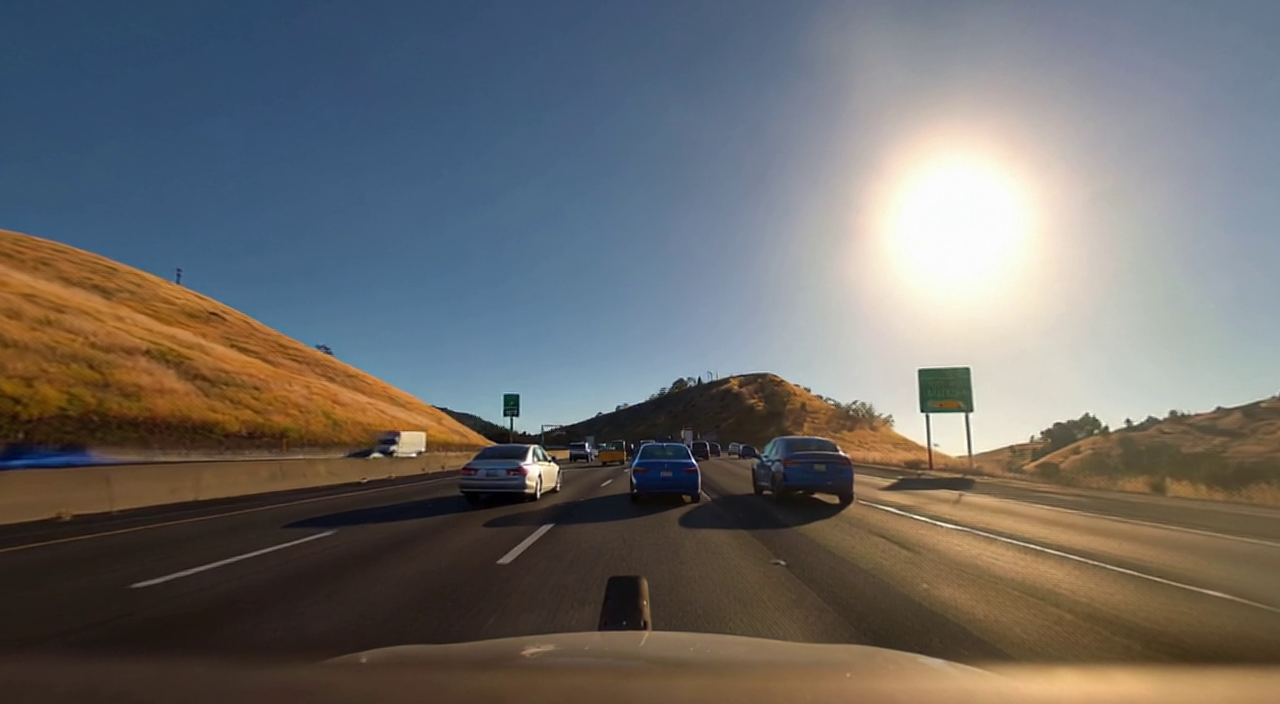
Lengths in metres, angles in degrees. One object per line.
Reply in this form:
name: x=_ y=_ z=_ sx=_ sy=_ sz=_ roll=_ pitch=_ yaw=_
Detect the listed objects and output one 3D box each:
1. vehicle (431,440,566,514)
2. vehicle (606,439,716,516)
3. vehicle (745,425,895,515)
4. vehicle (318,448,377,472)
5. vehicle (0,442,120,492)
vehicle: x=-3.094 y=2.830 z=14.838 sx=2.017 sy=1.446 sz=4.384 roll=-1 pitch=-8 yaw=2
vehicle: x=0.445 y=2.660 z=13.889 sx=2.072 sy=1.431 sz=3.904 roll=-1 pitch=-8 yaw=1
vehicle: x=3.834 y=2.597 z=14.449 sx=2.083 sy=1.693 sz=4.740 roll=0 pitch=-8 yaw=1
vehicle: x=-19.361 y=7.145 z=41.991 sx=1.790 sy=1.461 sz=4.165 roll=-1 pitch=-8 yaw=2
vehicle: x=-24.358 y=4.595 z=25.648 sx=2.062 sy=1.794 sz=4.892 roll=-1 pitch=-8 yaw=2
